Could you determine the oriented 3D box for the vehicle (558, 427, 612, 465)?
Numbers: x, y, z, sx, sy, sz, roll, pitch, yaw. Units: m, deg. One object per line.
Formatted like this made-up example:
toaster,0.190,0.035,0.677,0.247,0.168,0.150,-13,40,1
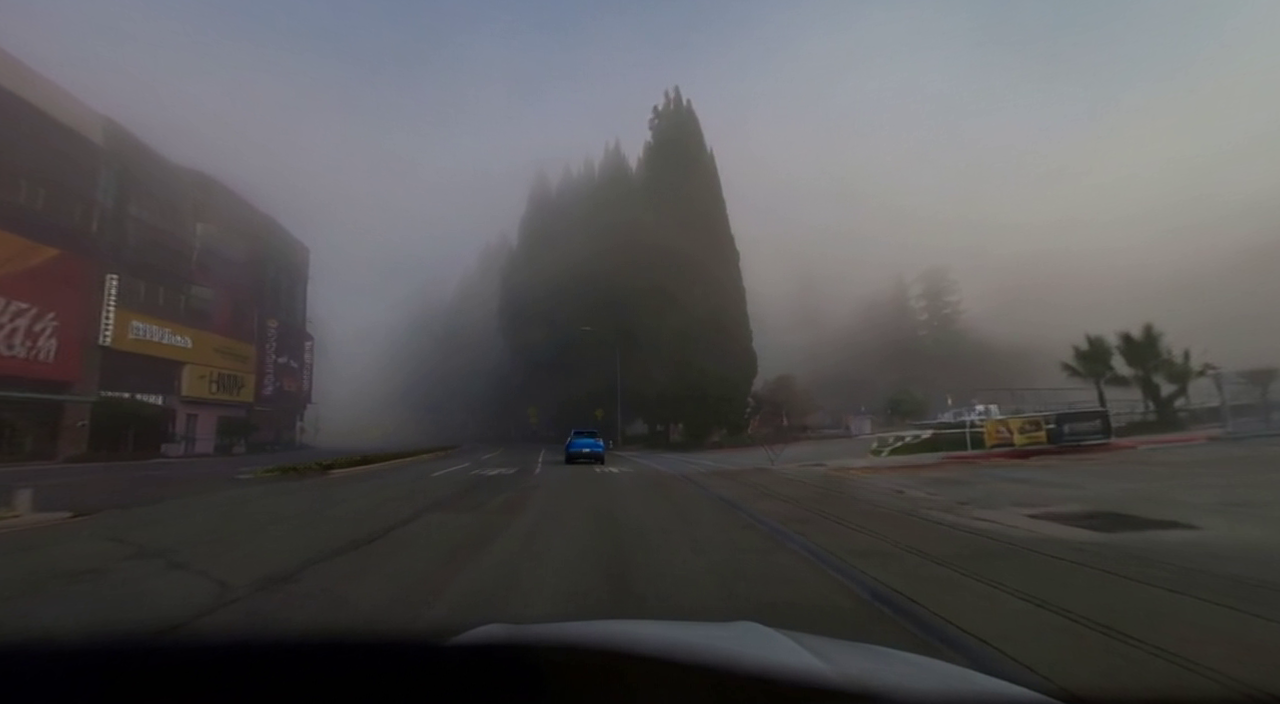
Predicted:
vehicle,-2.588,4.242,28.661,2.231,1.572,4.227,1,-8,-8
